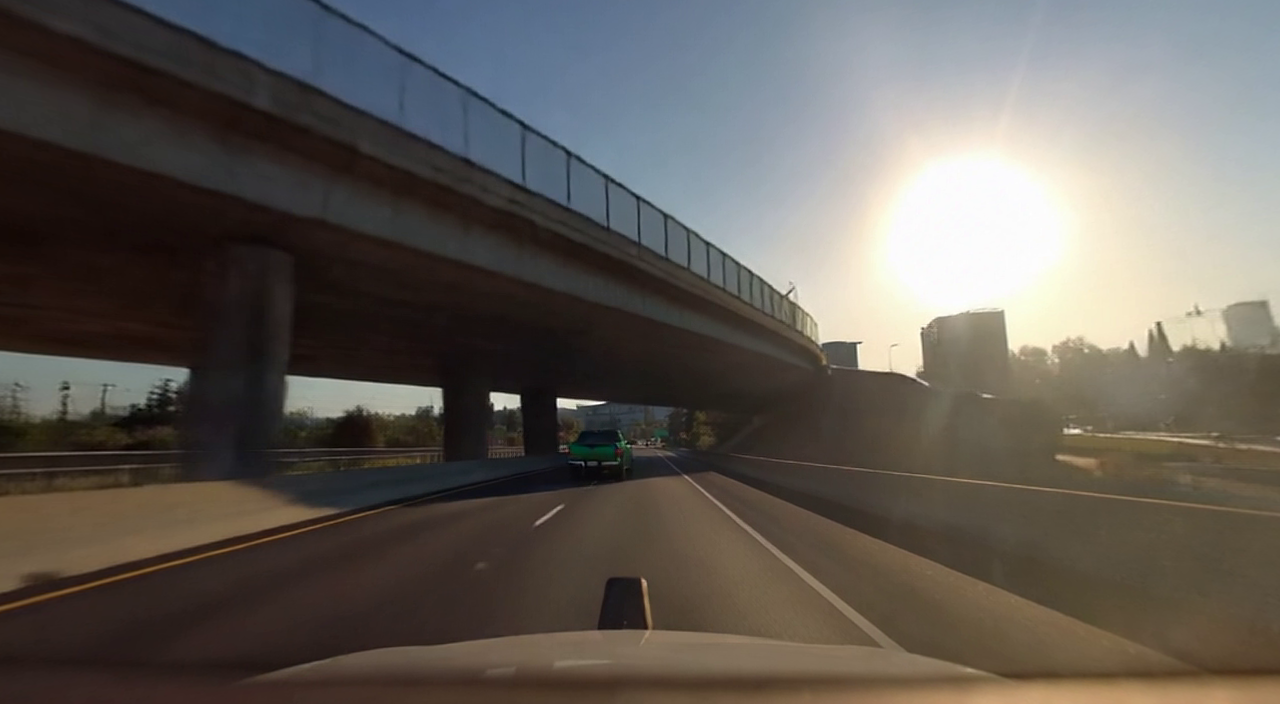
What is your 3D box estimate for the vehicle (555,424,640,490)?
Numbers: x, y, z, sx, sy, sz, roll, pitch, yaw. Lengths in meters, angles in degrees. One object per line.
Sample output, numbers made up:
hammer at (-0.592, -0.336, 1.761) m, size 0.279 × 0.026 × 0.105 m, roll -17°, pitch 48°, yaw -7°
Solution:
vehicle at (-1.274, 3.563, 21.704) m, size 2.350 × 1.932 × 5.562 m, roll -1°, pitch -8°, yaw 2°
